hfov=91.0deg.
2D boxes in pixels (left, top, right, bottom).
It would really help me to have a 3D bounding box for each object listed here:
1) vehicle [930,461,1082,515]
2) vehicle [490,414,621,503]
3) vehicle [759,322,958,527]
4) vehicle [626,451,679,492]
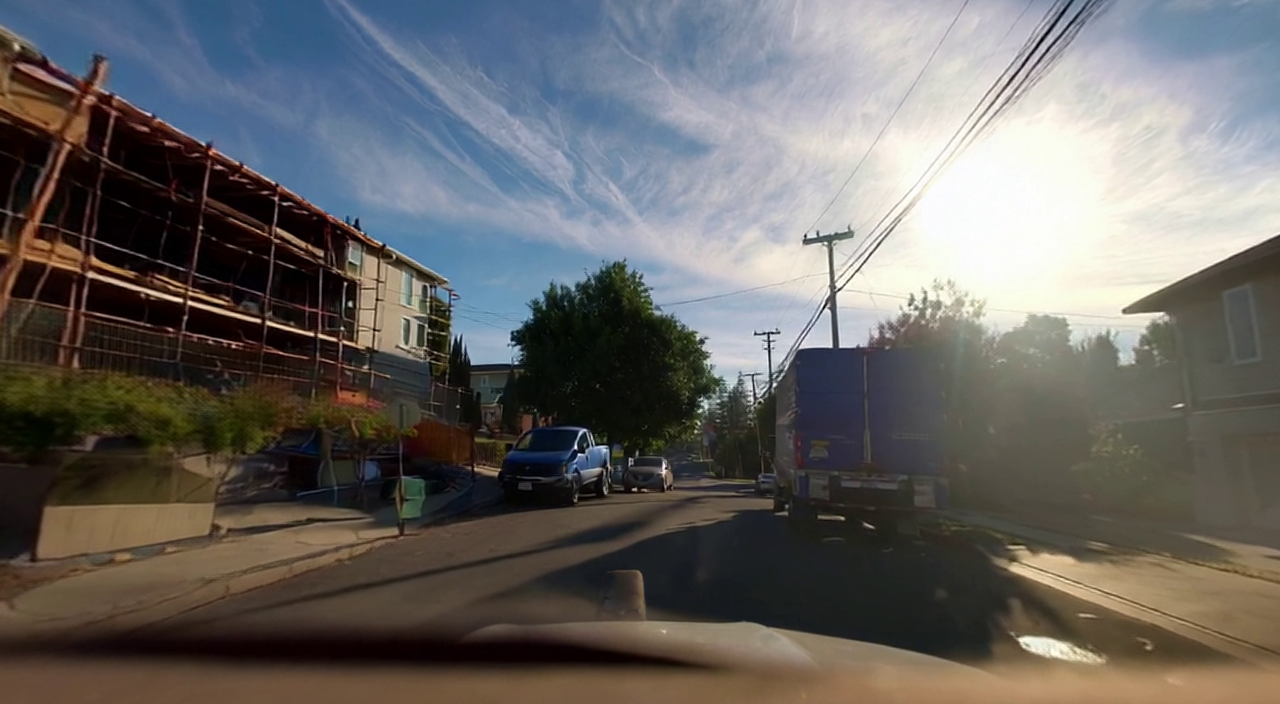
[{"bbox_3d":[15.735,5.832,27.382,5.321,1.857,1.976,-1,-3,14],"label":"vehicle"},{"bbox_3d":[-2.058,2.709,16.977,2.171,1.910,4.789,-2,-5,9],"label":"vehicle"},{"bbox_3d":[4.973,2.073,16.749,2.915,3.793,9.963,0,-9,7],"label":"vehicle"},{"bbox_3d":[0.779,6.261,33.412,2.257,1.916,5.089,-1,-9,8],"label":"vehicle"}]
